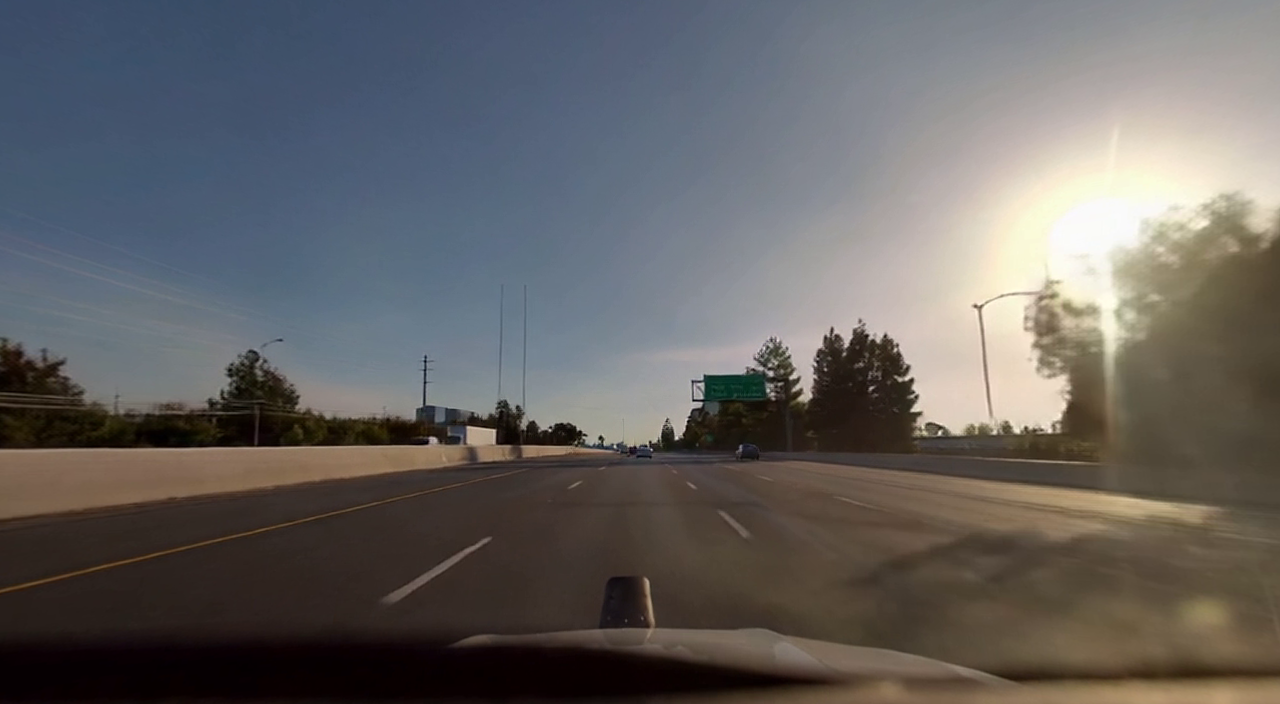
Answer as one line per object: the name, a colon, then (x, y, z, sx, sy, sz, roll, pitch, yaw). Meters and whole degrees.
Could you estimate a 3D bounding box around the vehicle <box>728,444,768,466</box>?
vehicle: (7.746, 7.428, 45.700, 2.056, 1.465, 4.304, 0, -8, -1)
